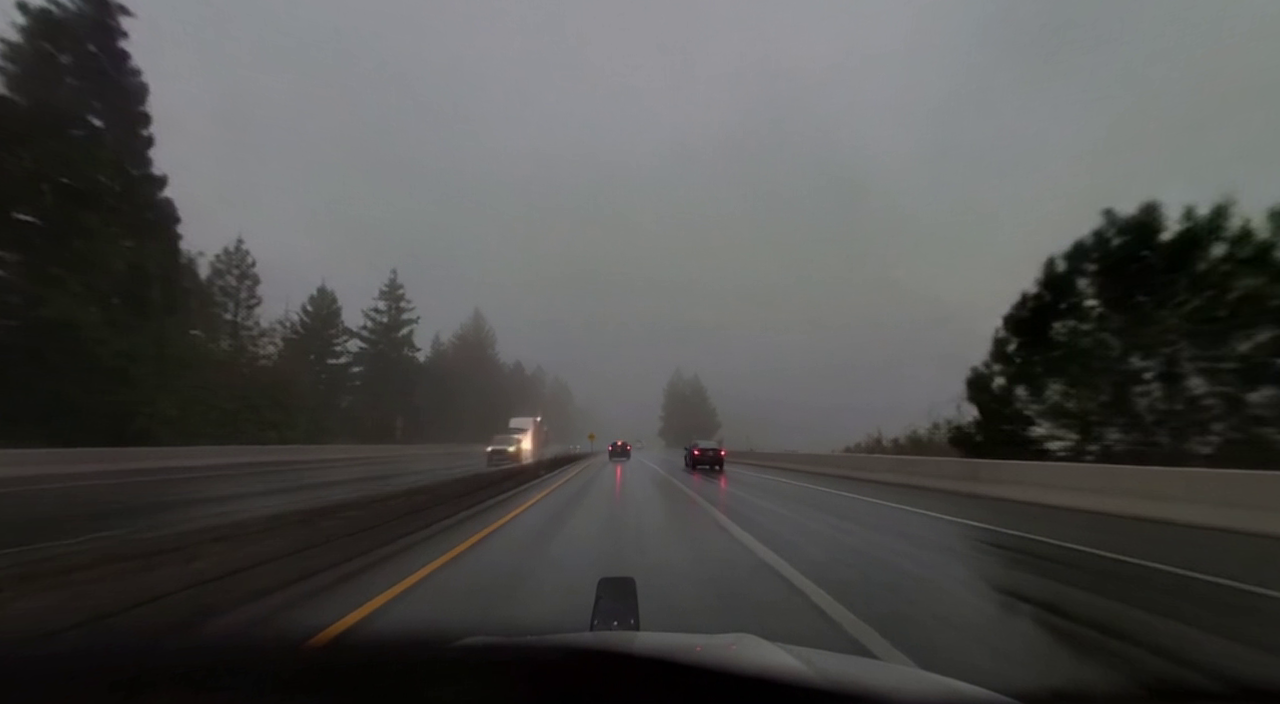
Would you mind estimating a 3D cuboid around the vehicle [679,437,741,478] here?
[{"bbox_3d":[2.816,4.361,26.233,2.146,1.546,3.796,-1,-8,0],"label":"vehicle"}]

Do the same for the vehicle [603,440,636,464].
[{"bbox_3d":[-1.409,6.863,43.487,2.178,1.559,4.254,0,-8,-2],"label":"vehicle"}]

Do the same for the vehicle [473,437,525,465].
[{"bbox_3d":[-8.179,5.761,36.933,2.058,1.503,4.562,0,-8,-1],"label":"vehicle"}]
